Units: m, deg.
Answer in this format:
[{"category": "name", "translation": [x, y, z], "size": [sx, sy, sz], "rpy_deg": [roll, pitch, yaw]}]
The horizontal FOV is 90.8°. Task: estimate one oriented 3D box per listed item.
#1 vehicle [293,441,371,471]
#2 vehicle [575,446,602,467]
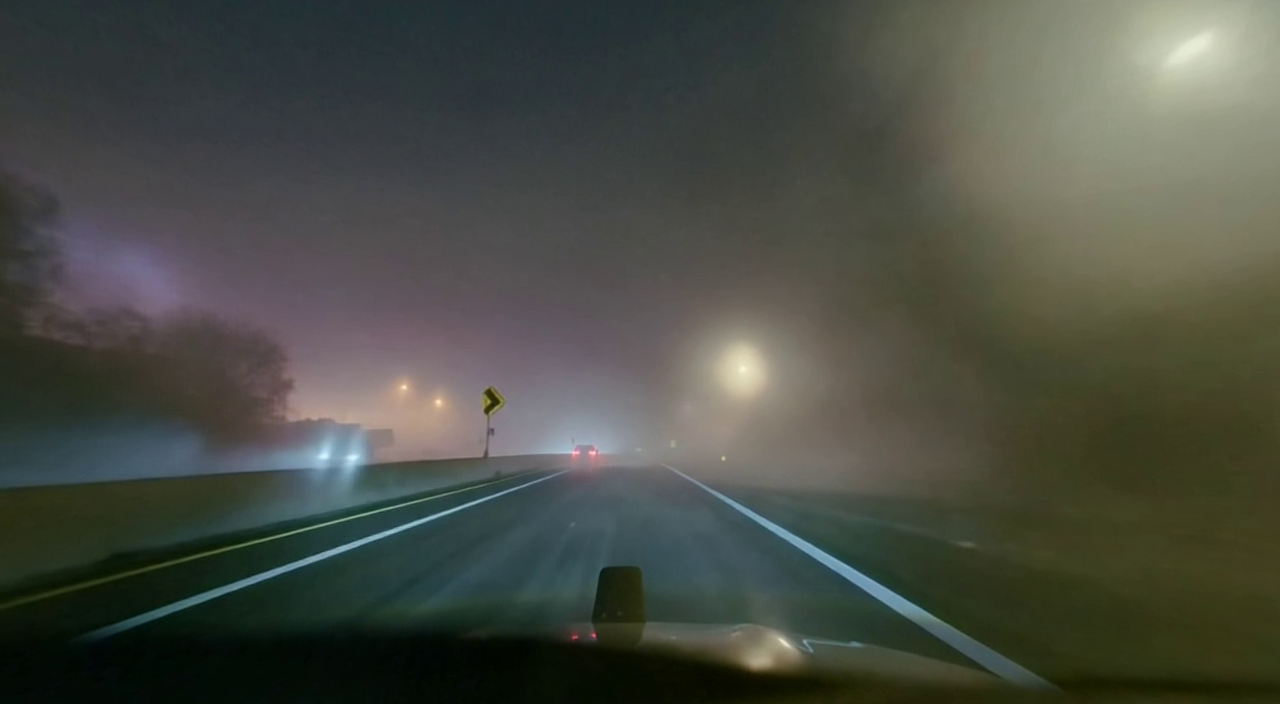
[{"category": "vehicle", "translation": [-16.347, 5.563, 33.750], "size": [1.828, 1.476, 4.618], "rpy_deg": [0, -9, 0]}, {"category": "vehicle", "translation": [-3.874, 7.942, 48.058], "size": [1.835, 1.531, 3.811], "rpy_deg": [0, -9, -1]}]
